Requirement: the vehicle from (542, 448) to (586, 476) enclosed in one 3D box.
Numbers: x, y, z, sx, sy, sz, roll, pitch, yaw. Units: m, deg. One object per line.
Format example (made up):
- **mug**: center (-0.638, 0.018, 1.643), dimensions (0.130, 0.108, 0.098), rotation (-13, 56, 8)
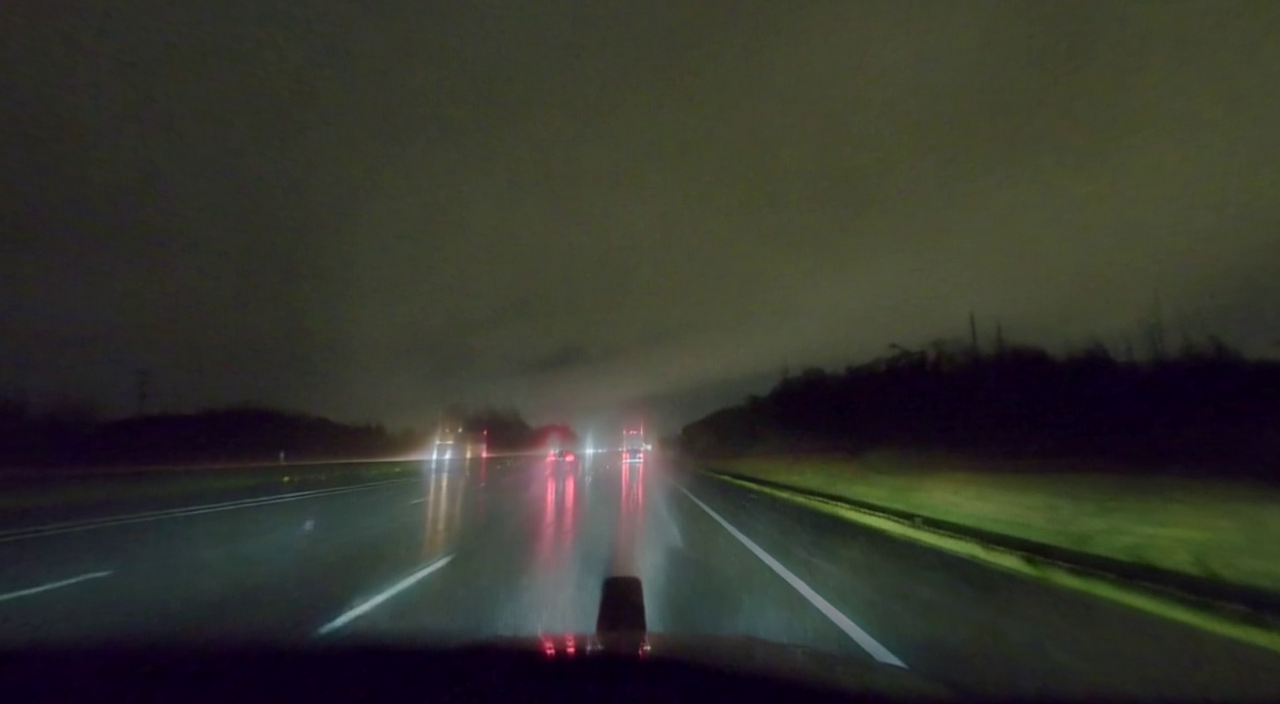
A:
- **vehicle**: center (-4.570, 6.670, 38.515), dimensions (2.108, 1.573, 5.000), rotation (0, -9, -1)
